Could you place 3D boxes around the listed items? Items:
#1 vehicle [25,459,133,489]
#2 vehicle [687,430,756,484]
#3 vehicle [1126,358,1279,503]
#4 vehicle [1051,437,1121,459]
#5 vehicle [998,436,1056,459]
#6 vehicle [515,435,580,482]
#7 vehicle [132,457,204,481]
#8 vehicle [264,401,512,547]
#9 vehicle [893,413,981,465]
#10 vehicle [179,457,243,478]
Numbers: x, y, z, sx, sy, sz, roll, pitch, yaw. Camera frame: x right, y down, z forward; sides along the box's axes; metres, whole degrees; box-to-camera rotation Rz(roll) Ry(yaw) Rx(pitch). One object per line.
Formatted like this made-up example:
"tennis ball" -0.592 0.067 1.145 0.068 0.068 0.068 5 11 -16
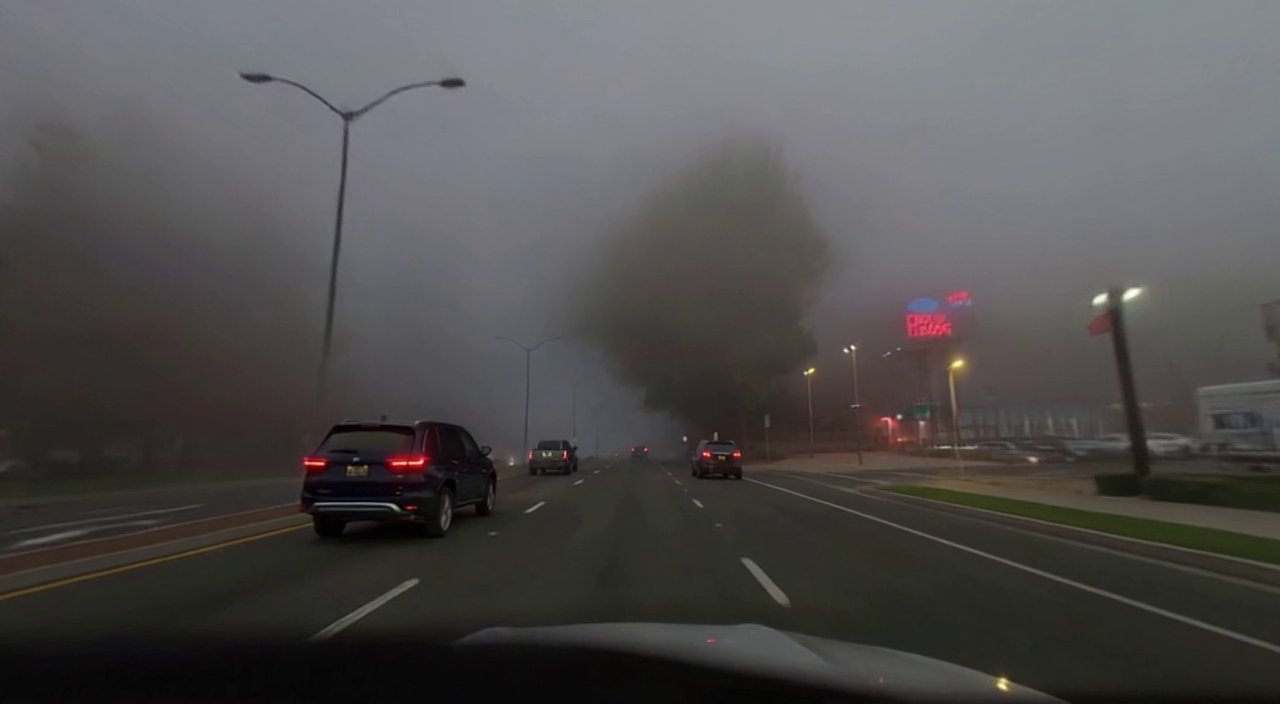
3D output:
"vehicle" -31.111 6.734 35.004 4.266 1.457 1.832 7 -11 -39
"vehicle" 3.082 4.081 24.673 2.024 1.921 4.431 0 -9 -1
"vehicle" 15.753 1.792 14.287 2.642 3.252 8.515 0 -8 1
"vehicle" 30.638 6.613 43.259 1.735 1.478 4.040 0 -9 -2
"vehicle" 30.108 7.450 48.981 1.830 1.651 3.967 0 -8 -2
"vehicle" -3.773 4.424 26.364 2.014 1.775 4.404 0 -9 1
"vehicle" -31.251 7.732 41.684 3.607 1.428 1.639 6 -10 -33
"vehicle" -3.852 1.982 10.818 2.210 1.925 4.838 0 -9 0
"vehicle" 21.745 6.480 46.426 2.758 3.509 7.034 0 -9 -2
"vehicle" -31.164 8.403 45.650 3.686 1.382 1.629 6 -11 -36
